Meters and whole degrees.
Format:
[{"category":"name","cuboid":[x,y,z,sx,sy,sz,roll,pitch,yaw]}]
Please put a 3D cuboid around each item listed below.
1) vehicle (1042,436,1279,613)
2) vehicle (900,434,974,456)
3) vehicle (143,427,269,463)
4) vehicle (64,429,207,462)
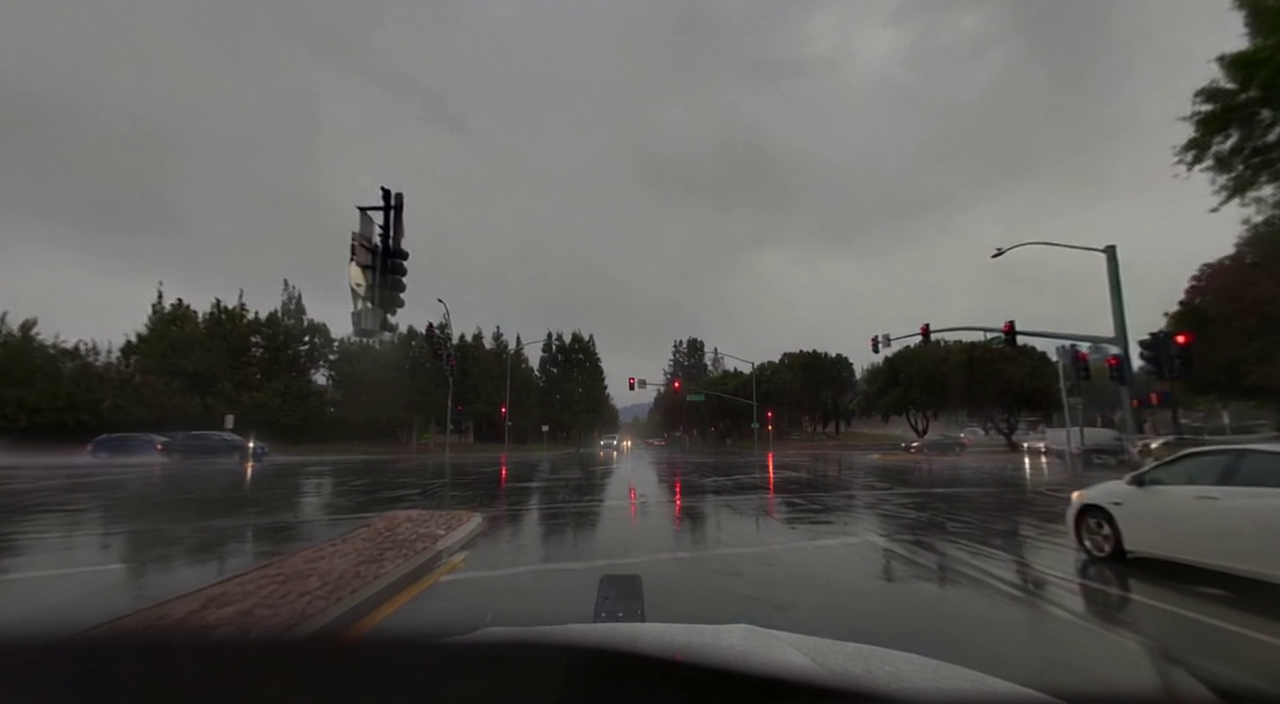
[{"category":"vehicle","cuboid":[6.085,1.523,5.946,1.815,1.417,4.125,0,-9,-1]},{"category":"vehicle","cuboid":[21.029,6.599,44.697,4.516,1.468,1.962,3,-9,-18]},{"category":"vehicle","cuboid":[-19.911,4.290,29.204,4.331,1.544,1.896,2,-9,-17]},{"category":"vehicle","cuboid":[-24.173,4.508,30.469,4.912,1.485,1.922,2,-9,-15]}]
